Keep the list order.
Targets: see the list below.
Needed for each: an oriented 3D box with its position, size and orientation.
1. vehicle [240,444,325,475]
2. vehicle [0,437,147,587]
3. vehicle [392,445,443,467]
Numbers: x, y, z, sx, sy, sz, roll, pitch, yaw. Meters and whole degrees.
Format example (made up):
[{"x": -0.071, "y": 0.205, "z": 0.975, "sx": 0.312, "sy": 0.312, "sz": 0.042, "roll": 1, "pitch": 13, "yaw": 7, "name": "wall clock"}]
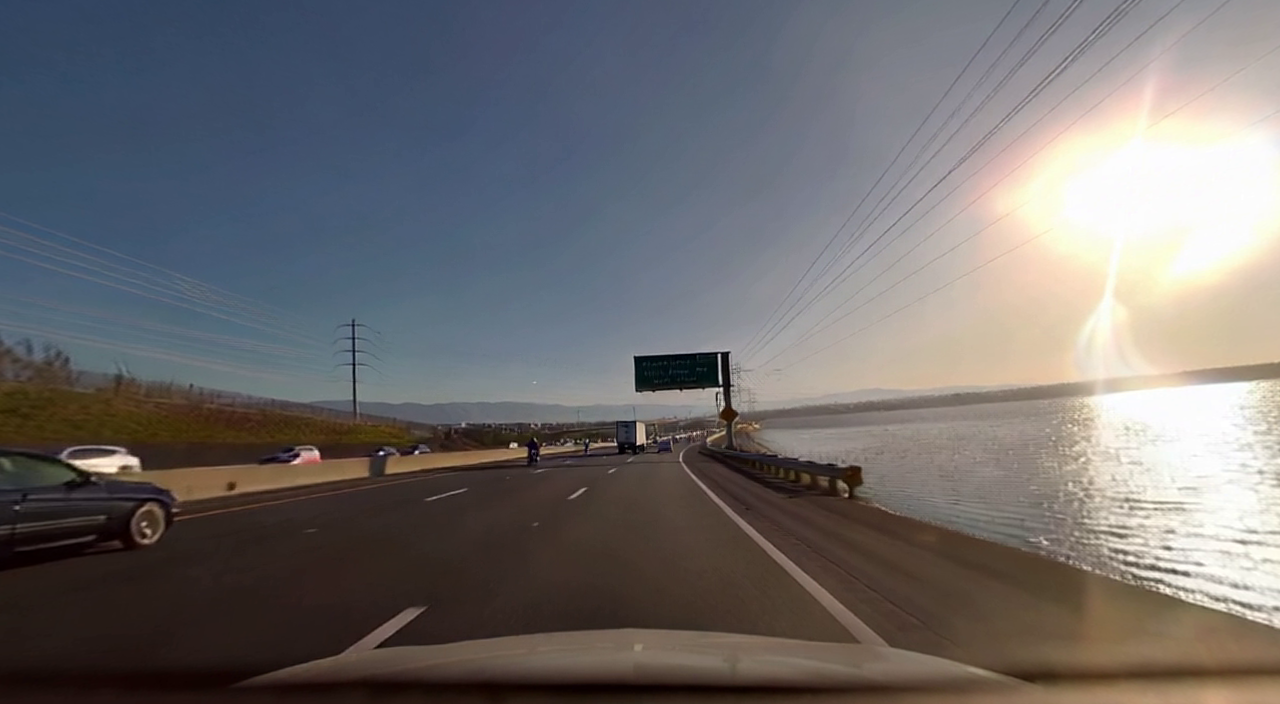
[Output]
[{"x": -20.127, "y": 6.034, "z": 35.736, "sx": 1.935, "sy": 1.645, "sz": 4.635, "roll": -1, "pitch": -8, "yaw": 2, "name": "vehicle"}, {"x": -7.537, "y": 1.601, "z": 6.188, "sx": 1.944, "sy": 1.517, "sz": 4.121, "roll": -1, "pitch": -8, "yaw": 2, "name": "vehicle"}, {"x": -16.051, "y": 7.519, "z": 45.748, "sx": 1.852, "sy": 1.452, "sz": 4.529, "roll": -1, "pitch": -8, "yaw": 3, "name": "vehicle"}]
